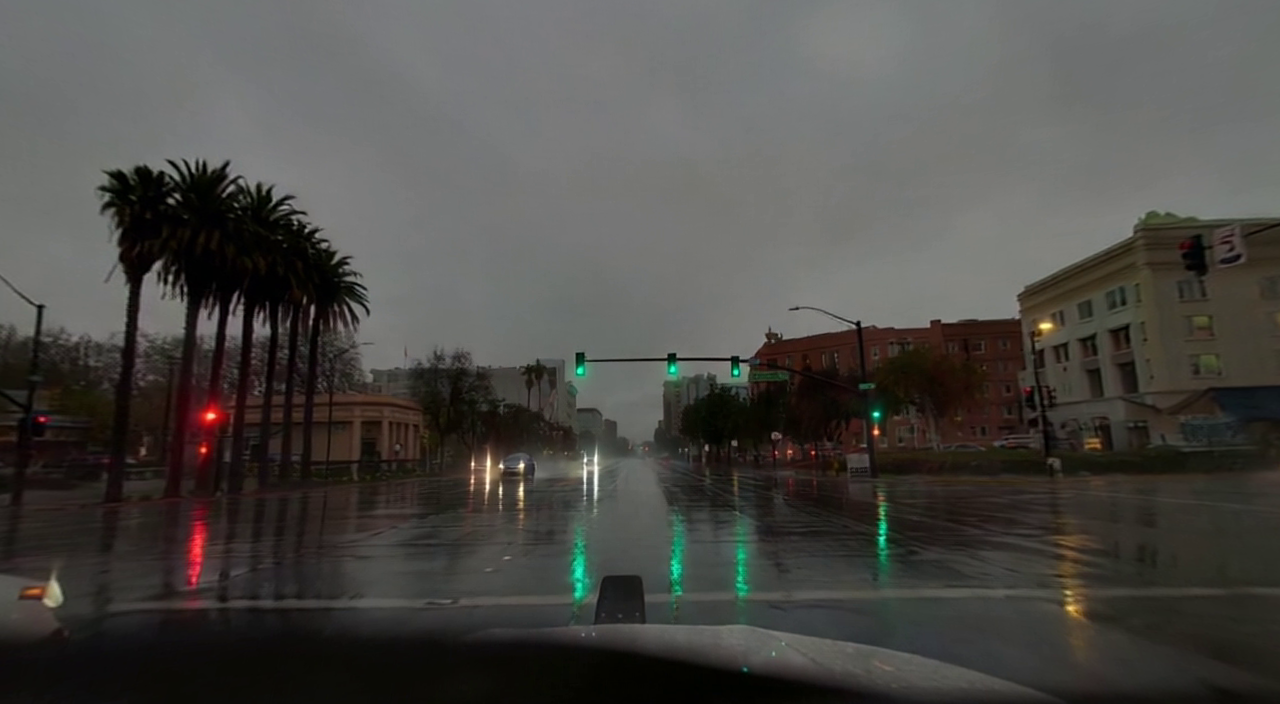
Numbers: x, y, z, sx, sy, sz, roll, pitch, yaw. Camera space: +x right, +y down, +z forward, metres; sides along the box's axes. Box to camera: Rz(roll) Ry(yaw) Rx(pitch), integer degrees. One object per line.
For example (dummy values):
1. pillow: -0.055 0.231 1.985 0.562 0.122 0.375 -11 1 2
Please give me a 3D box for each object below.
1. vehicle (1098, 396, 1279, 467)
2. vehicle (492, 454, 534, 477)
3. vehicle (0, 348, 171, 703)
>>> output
1. vehicle: 32.586 4.794 37.345 2.863 3.609 10.252 0 -9 -3
2. vehicle: -9.032 8.123 45.334 2.095 1.482 4.523 0 -9 0
3. vehicle: -3.477 0.613 0.925 2.026 1.723 4.832 0 -9 -3
